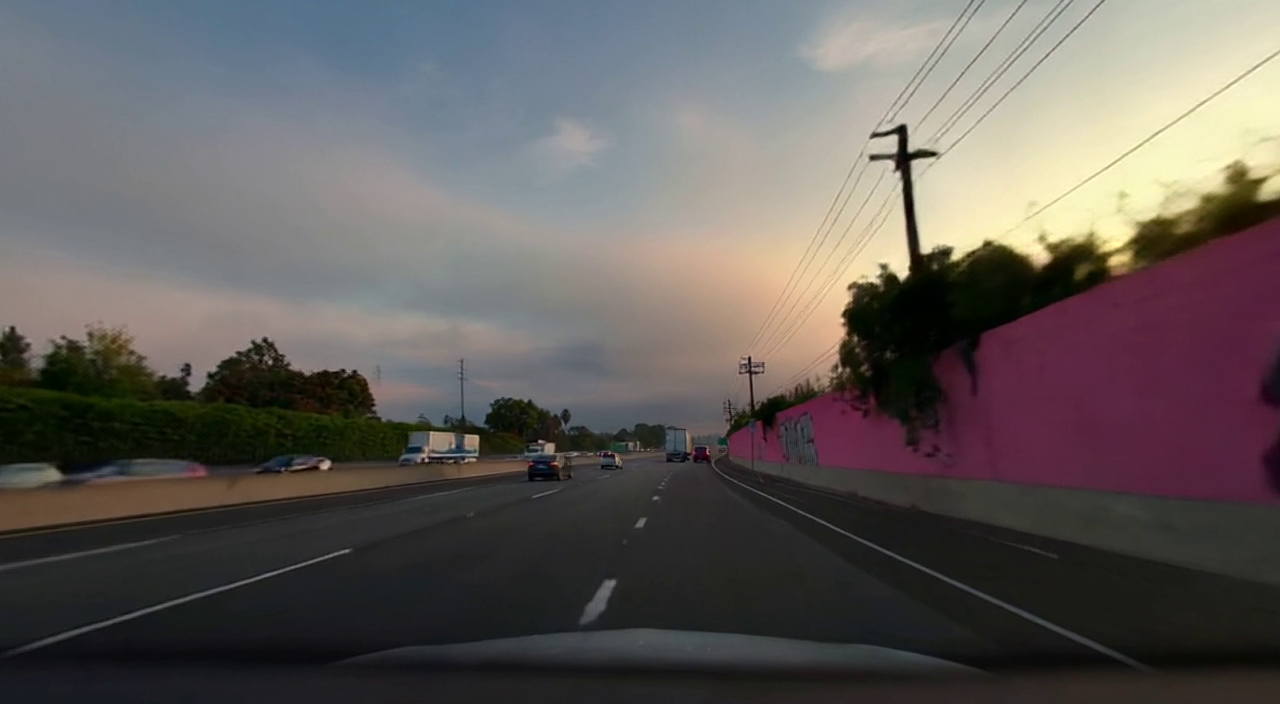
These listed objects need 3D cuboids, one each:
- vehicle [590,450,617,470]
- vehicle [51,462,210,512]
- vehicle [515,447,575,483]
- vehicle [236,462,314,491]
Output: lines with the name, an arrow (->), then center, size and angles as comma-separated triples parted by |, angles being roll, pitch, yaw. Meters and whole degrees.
vehicle -> -2.821, 8.487, 49.455 | 1.708, 1.489, 2.840 | -1, -9, 5
vehicle -> -17.013, 4.498, 21.348 | 1.840, 1.431, 4.016 | -1, -9, 3
vehicle -> -4.343, 5.252, 29.497 | 1.966, 1.565, 3.766 | -1, -9, 4
vehicle -> -20.420, 6.952, 35.428 | 1.805, 1.424, 3.934 | -1, -9, 4
